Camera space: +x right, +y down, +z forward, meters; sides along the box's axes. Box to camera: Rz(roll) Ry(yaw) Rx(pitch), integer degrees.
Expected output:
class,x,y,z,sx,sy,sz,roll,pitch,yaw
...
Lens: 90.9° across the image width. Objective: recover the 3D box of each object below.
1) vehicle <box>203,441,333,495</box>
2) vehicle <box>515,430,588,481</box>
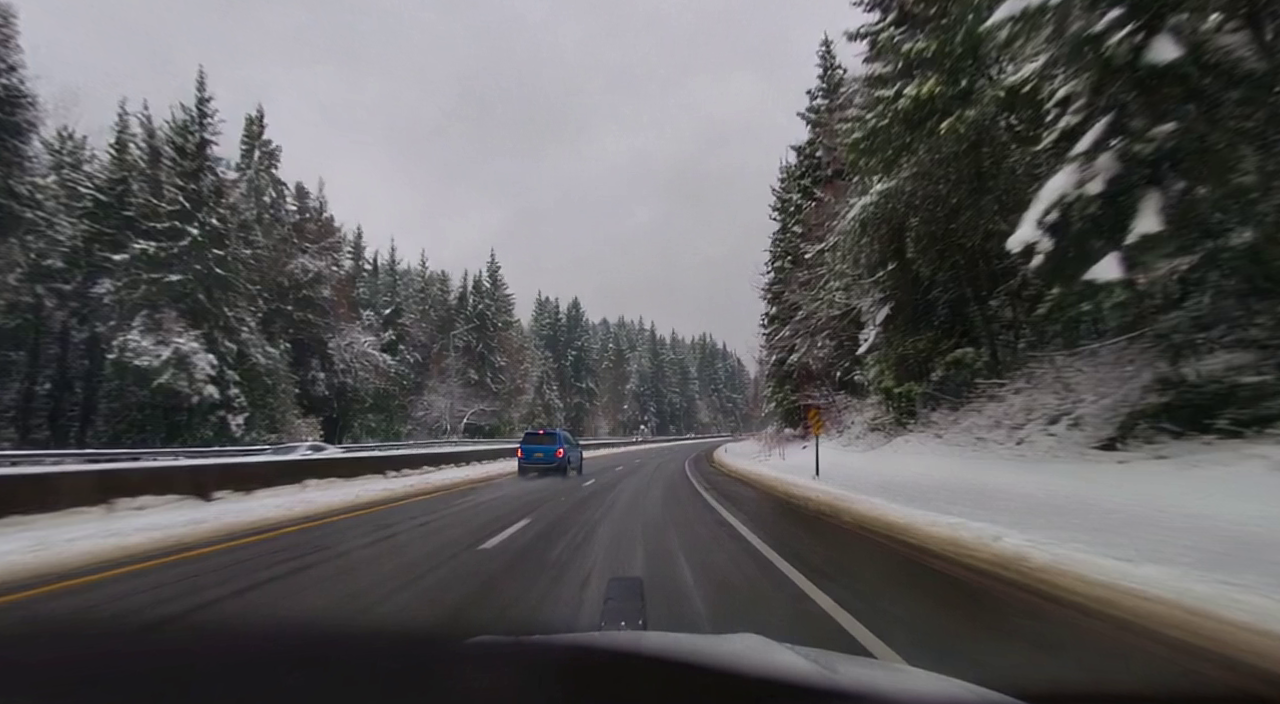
class,x,y,z,sx,sy,sz,roll,pitch,yaw
vehicle,-13.053,4.062,22.488,1.954,1.700,4.211,-1,-8,2
vehicle,-3.281,3.952,24.316,2.005,1.752,4.479,-1,-8,2
